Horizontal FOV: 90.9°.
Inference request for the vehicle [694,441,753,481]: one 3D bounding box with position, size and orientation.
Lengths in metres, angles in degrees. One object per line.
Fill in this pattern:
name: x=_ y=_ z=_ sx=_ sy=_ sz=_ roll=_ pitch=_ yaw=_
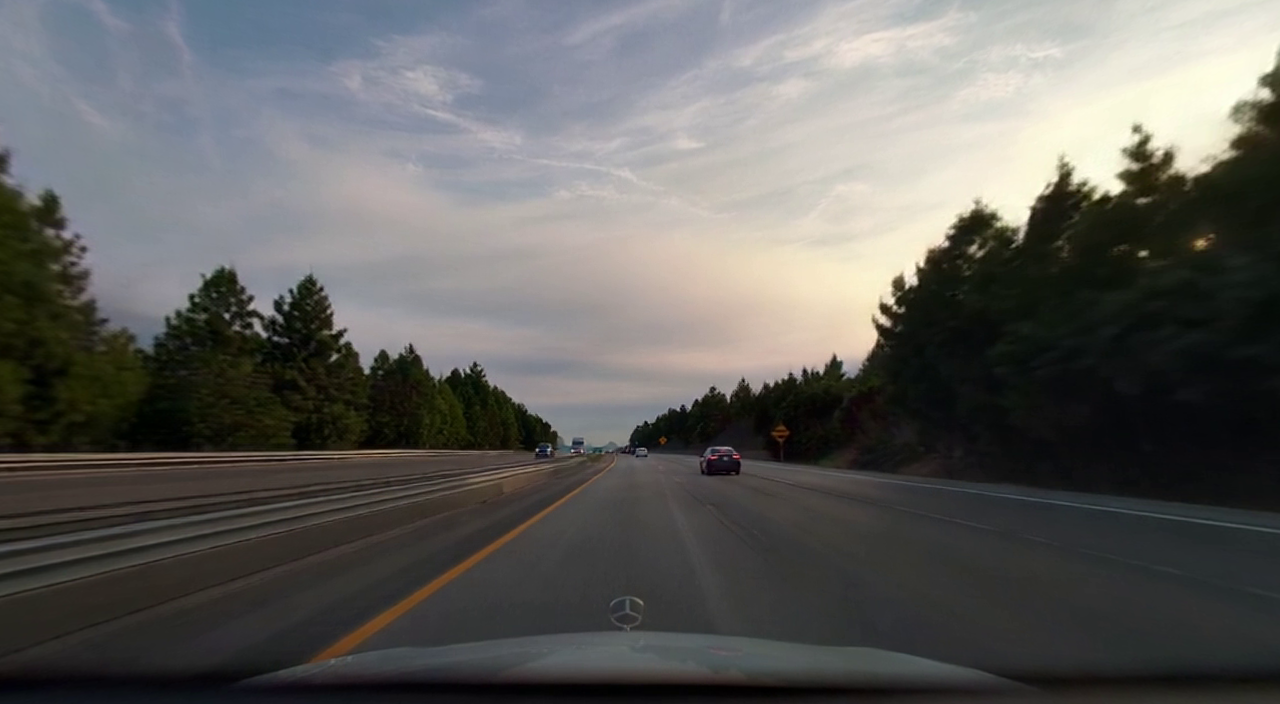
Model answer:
vehicle: x=3.693 y=4.903 z=28.693 sx=1.933 sy=1.663 sz=4.440 roll=0 pitch=-9 yaw=-2
